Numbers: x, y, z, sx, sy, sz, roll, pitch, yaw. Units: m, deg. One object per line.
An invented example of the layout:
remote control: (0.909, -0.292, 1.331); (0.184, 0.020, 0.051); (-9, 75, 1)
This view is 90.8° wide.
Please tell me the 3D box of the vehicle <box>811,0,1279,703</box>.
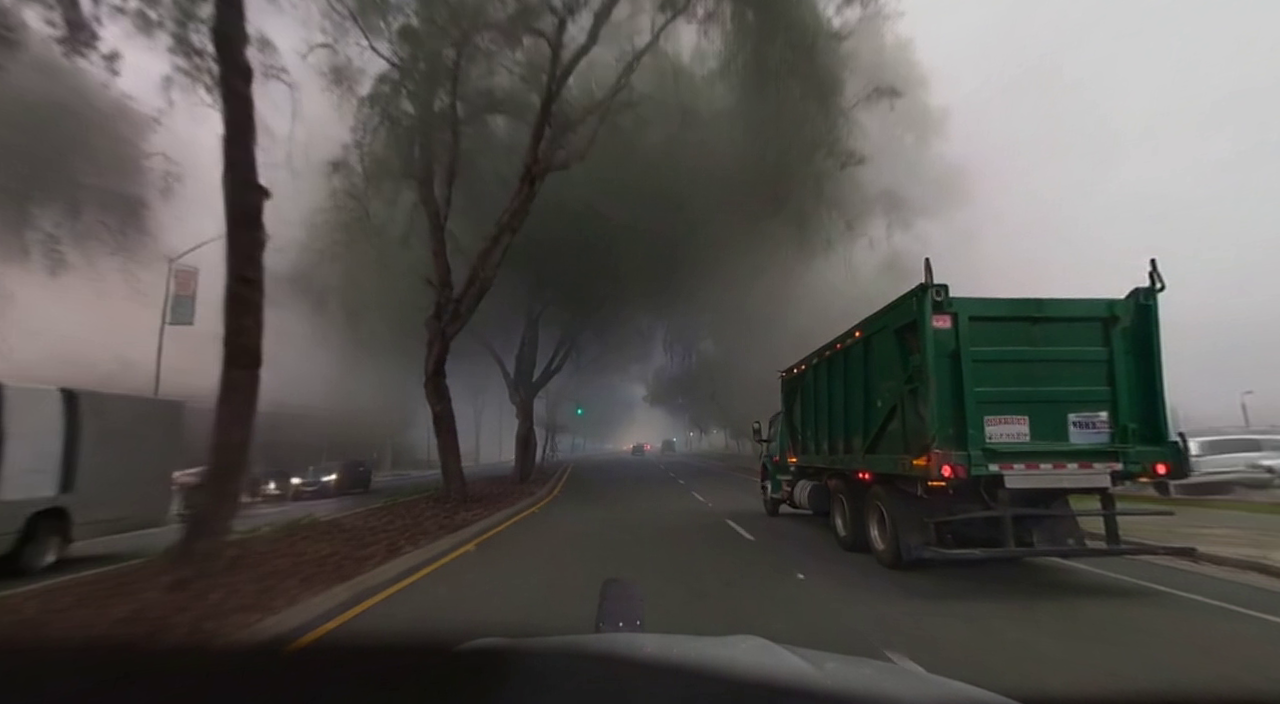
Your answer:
vehicle: (3.967, 0.230, 3.938); (2.731, 3.407, 10.262); (0, -9, -1)

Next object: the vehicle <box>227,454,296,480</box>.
vehicle: (-28.313, 8.652, 47.515); (1.978, 1.781, 4.917); (-3, -11, 3)

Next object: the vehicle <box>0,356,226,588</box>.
vehicle: (-10.255, 1.651, 8.663); (3.257, 3.085, 9.164); (0, -9, -3)

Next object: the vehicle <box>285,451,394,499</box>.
vehicle: (-13.786, 5.652, 29.539); (2.290, 1.943, 5.833); (0, -9, -1)
